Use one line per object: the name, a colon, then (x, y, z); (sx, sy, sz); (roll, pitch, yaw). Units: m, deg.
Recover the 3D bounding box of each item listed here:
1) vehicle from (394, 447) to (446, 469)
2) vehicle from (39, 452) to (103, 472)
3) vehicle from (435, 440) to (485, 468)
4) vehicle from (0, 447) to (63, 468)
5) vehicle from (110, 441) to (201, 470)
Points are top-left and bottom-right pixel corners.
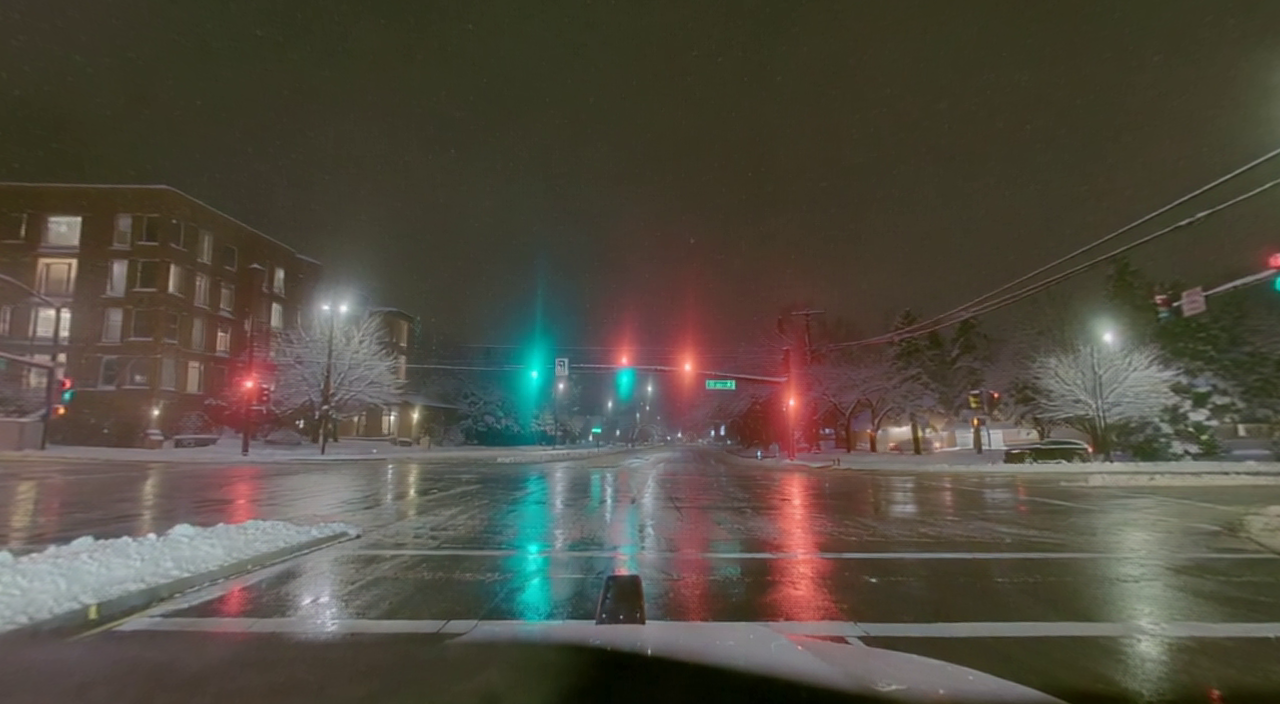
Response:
vehicle: (-15.513, 7.446, 44.790); (2.056, 1.450, 4.343); (0, -8, 0)
vehicle: (-41.594, 8.023, 46.247); (1.552, 1.339, 3.340); (-2, -9, 0)
vehicle: (-11.965, 6.804, 42.316); (2.080, 1.763, 4.341); (0, -8, 0)
vehicle: (-45.268, 7.771, 46.595); (1.858, 1.467, 3.624); (0, -8, 0)
vehicle: (-34.901, 7.423, 45.728); (2.204, 1.955, 5.518); (0, -8, 0)
